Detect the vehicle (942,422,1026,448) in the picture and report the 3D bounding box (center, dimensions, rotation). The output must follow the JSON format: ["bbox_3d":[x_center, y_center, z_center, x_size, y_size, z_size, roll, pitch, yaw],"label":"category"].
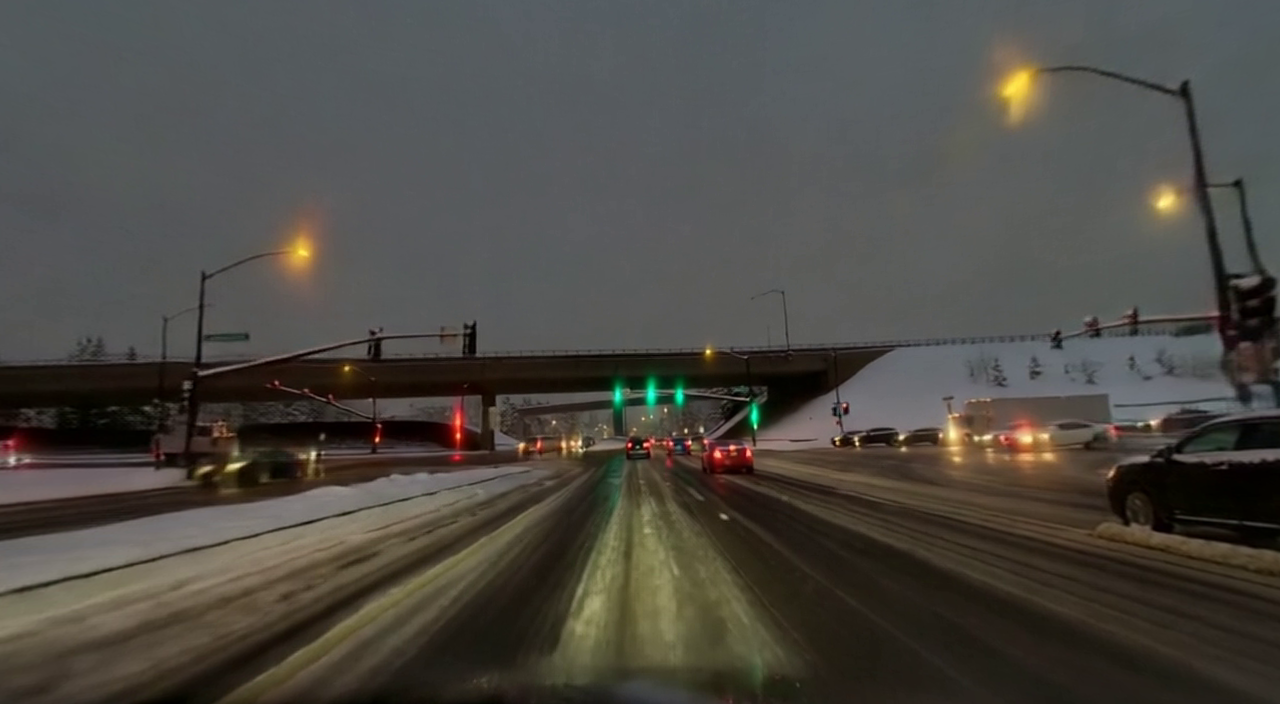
[{"bbox_3d":[24.485,5.950,44.877,4.835,1.536,1.984,-6,-10,14],"label":"vehicle"}]

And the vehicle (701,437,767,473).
[{"bbox_3d":[3.906,4.334,26.733,2.156,1.404,4.120,0,-8,0],"label":"vehicle"}]

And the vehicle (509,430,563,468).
[{"bbox_3d":[-6.152,5.595,36.519,2.485,2.012,5.498,2,-8,-16],"label":"vehicle"}]

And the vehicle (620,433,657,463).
[{"bbox_3d":[-0.120,5.928,38.958,2.172,1.694,4.055,0,-8,0],"label":"vehicle"}]

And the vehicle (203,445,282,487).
[{"bbox_3d":[-17.366,4.946,27.662,2.073,1.607,4.669,3,-8,-23],"label":"vehicle"}]

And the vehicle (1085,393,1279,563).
[{"bbox_3d":[7.251,1.307,6.687,1.964,1.647,4.114,0,-8,0],"label":"vehicle"}]

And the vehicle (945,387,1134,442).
[{"bbox_3d":[29.610,4.816,47.223,11.347,3.908,3.080,-2,-8,14],"label":"vehicle"}]
